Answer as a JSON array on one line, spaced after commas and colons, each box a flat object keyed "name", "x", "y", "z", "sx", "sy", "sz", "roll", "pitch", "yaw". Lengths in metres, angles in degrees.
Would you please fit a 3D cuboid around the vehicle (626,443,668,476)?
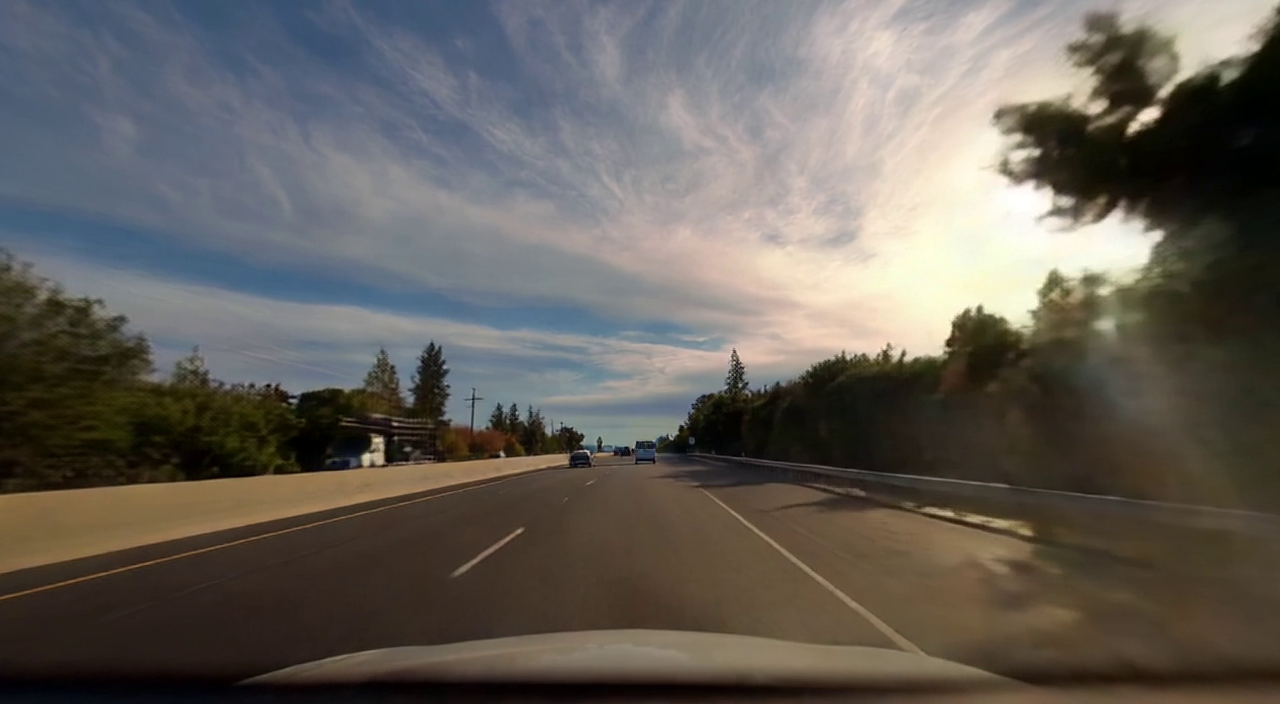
[{"name": "vehicle", "x": 0.351, "y": 5.790, "z": 34.053, "sx": 2.172, "sy": 1.687, "sz": 3.929, "roll": 0, "pitch": -9, "yaw": 0}]

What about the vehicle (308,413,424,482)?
[{"name": "vehicle", "x": -17.031, "y": 6.094, "z": 40.164, "sx": 2.953, "sy": 3.833, "sz": 9.571, "roll": 0, "pitch": -9, "yaw": 0}]

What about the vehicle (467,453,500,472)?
[{"name": "vehicle", "x": -12.290, "y": 8.716, "z": 49.698, "sx": 1.676, "sy": 1.396, "sz": 3.459, "roll": 0, "pitch": -9, "yaw": 1}]

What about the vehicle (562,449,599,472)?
[{"name": "vehicle", "x": -3.842, "y": 7.116, "z": 41.506, "sx": 1.998, "sy": 1.460, "sz": 4.422, "roll": 0, "pitch": -9, "yaw": 0}]
